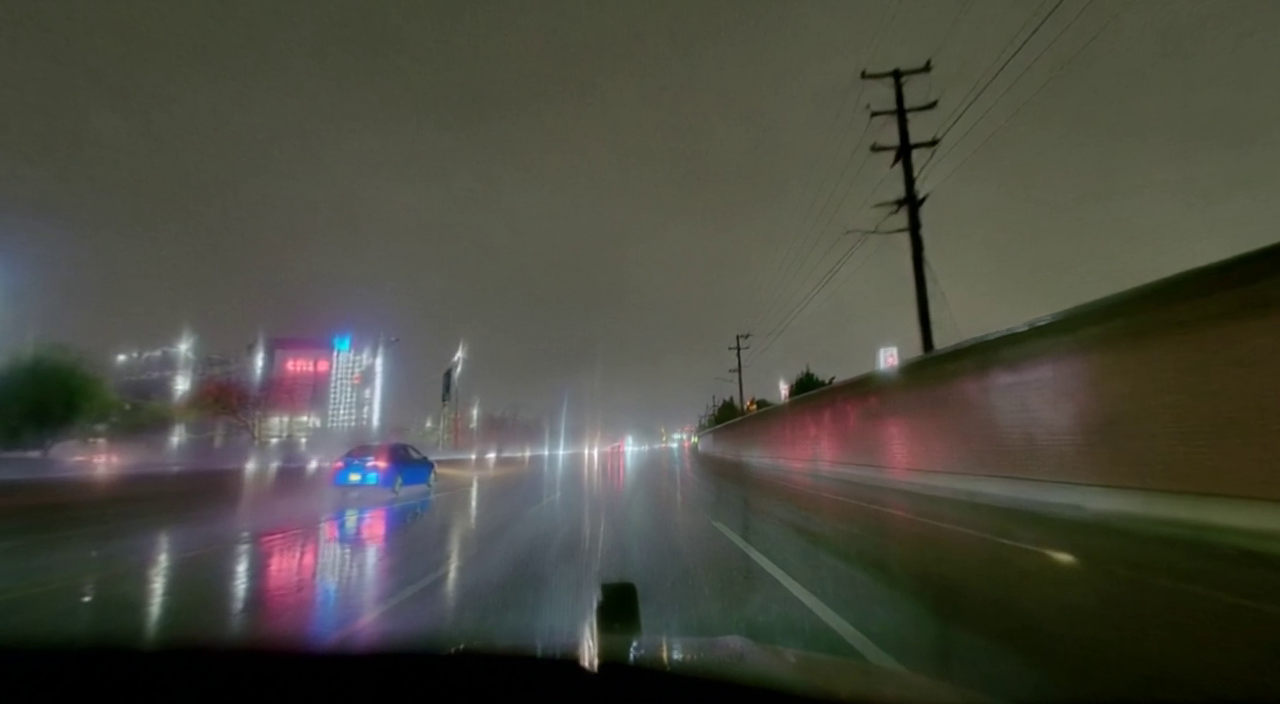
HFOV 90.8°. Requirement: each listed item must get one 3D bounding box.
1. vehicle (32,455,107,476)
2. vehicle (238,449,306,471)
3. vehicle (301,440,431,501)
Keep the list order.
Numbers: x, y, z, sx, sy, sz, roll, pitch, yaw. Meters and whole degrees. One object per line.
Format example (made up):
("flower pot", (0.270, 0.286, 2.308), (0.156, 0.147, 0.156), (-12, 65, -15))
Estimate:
("vehicle", (-44.297, 8.777, 49.184), (1.868, 1.466, 4.303), (0, -9, -2))
("vehicle", (-25.553, 7.481, 44.101), (1.851, 1.434, 4.694), (0, -9, 1))
("vehicle", (-7.797, 3.386, 18.463), (2.013, 1.574, 3.923), (0, -9, 0))
